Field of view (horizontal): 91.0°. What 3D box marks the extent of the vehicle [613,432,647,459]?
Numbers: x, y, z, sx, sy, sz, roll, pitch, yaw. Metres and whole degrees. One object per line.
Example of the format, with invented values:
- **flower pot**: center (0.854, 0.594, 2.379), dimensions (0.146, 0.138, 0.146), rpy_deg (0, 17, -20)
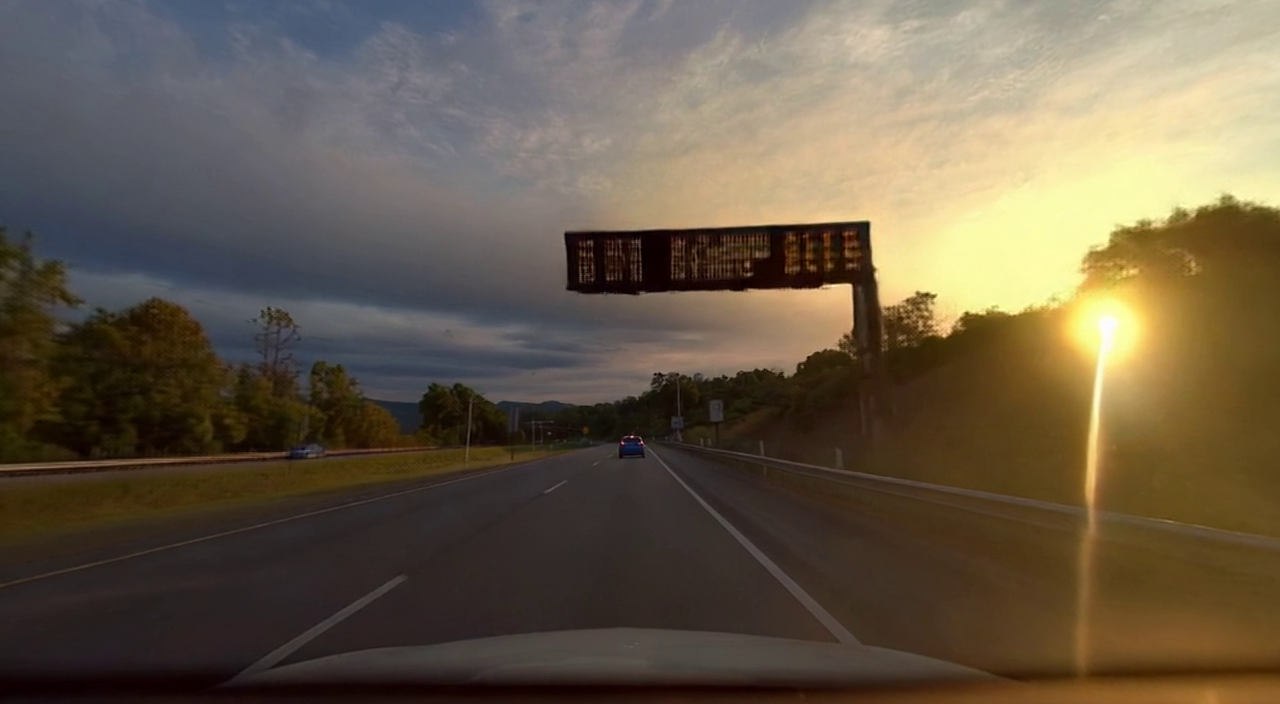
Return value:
- **vehicle**: center (-0.698, 6.348, 42.803), dimensions (2.180, 1.717, 4.139), rpy_deg (0, -8, -1)
